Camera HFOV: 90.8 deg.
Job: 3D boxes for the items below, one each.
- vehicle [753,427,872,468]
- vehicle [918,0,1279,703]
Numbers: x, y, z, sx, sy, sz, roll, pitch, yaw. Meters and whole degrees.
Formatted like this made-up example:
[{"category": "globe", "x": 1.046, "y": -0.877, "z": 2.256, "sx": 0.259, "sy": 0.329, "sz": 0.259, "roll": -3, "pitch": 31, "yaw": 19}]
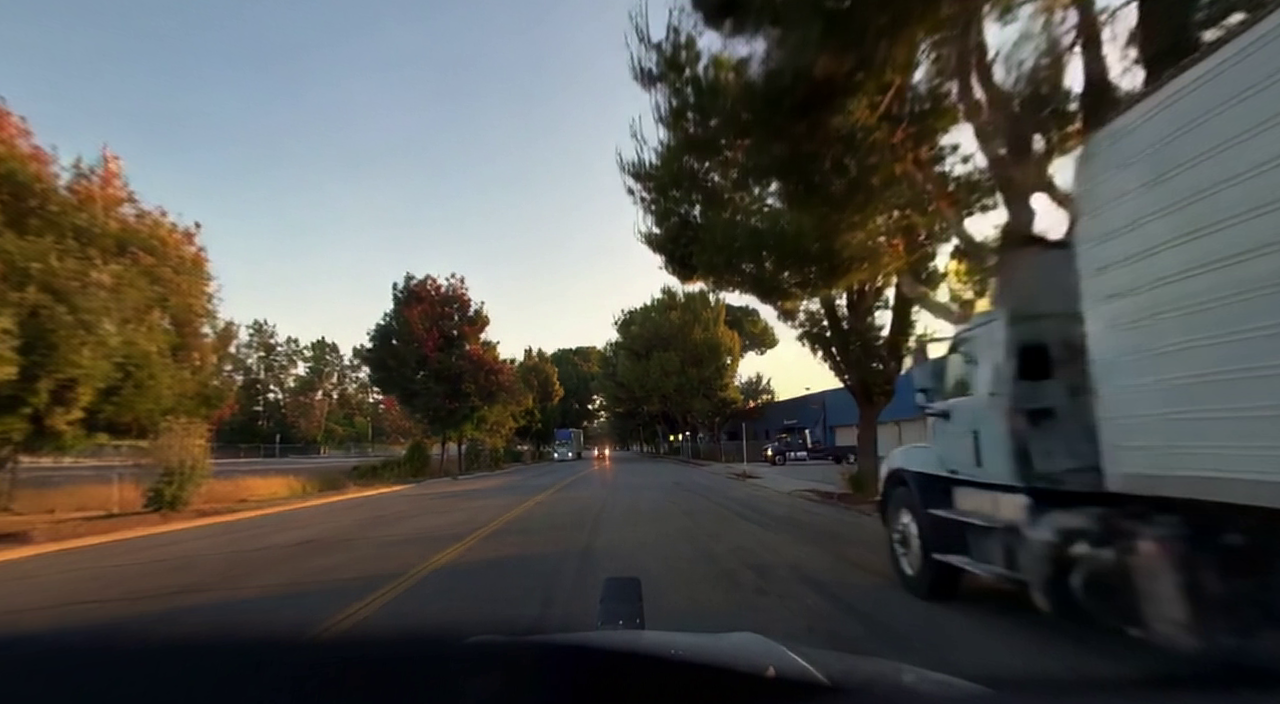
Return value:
[{"category": "vehicle", "x": 11.582, "y": 6.474, "z": 42.867, "sx": 7.188, "sy": 2.416, "sz": 2.528, "roll": -1, "pitch": -9, "yaw": -2}, {"category": "vehicle", "x": 4.123, "y": 0.107, "z": 2.479, "sx": 3.019, "sy": 3.303, "sz": 6.252, "roll": 0, "pitch": -9, "yaw": -1}]
